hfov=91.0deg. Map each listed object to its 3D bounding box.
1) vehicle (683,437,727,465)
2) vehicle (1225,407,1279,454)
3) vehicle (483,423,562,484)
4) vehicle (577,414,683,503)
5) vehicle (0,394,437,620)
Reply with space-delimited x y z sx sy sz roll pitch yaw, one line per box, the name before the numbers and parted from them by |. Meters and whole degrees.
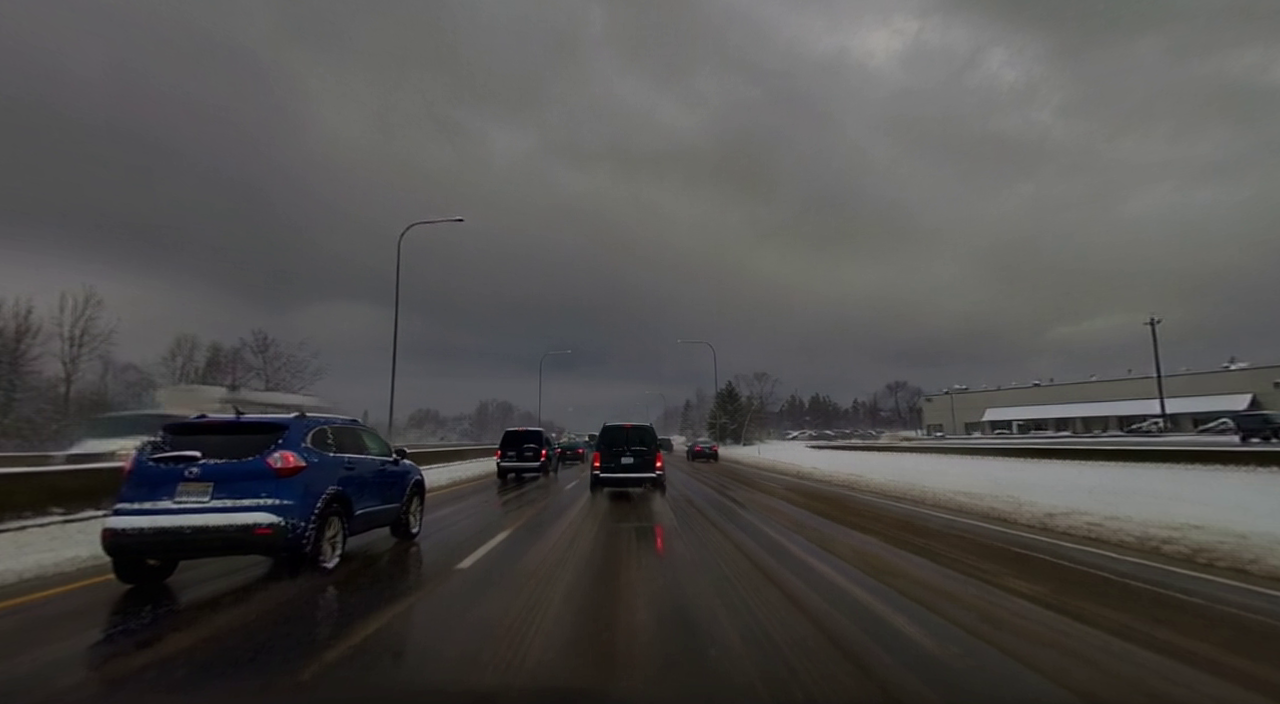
vehicle | 3.732 5.760 36.738 1.999 1.494 3.833 0 -8 -3
vehicle | 30.936 3.973 31.761 1.480 2.238 1.864 -5 -9 29
vehicle | -4.047 3.567 22.396 2.038 1.936 4.300 0 -8 -1
vehicle | -0.281 2.630 15.940 2.304 1.925 4.282 0 -8 -1
vehicle | -3.948 1.491 7.068 1.972 1.703 4.333 0 -8 -1
